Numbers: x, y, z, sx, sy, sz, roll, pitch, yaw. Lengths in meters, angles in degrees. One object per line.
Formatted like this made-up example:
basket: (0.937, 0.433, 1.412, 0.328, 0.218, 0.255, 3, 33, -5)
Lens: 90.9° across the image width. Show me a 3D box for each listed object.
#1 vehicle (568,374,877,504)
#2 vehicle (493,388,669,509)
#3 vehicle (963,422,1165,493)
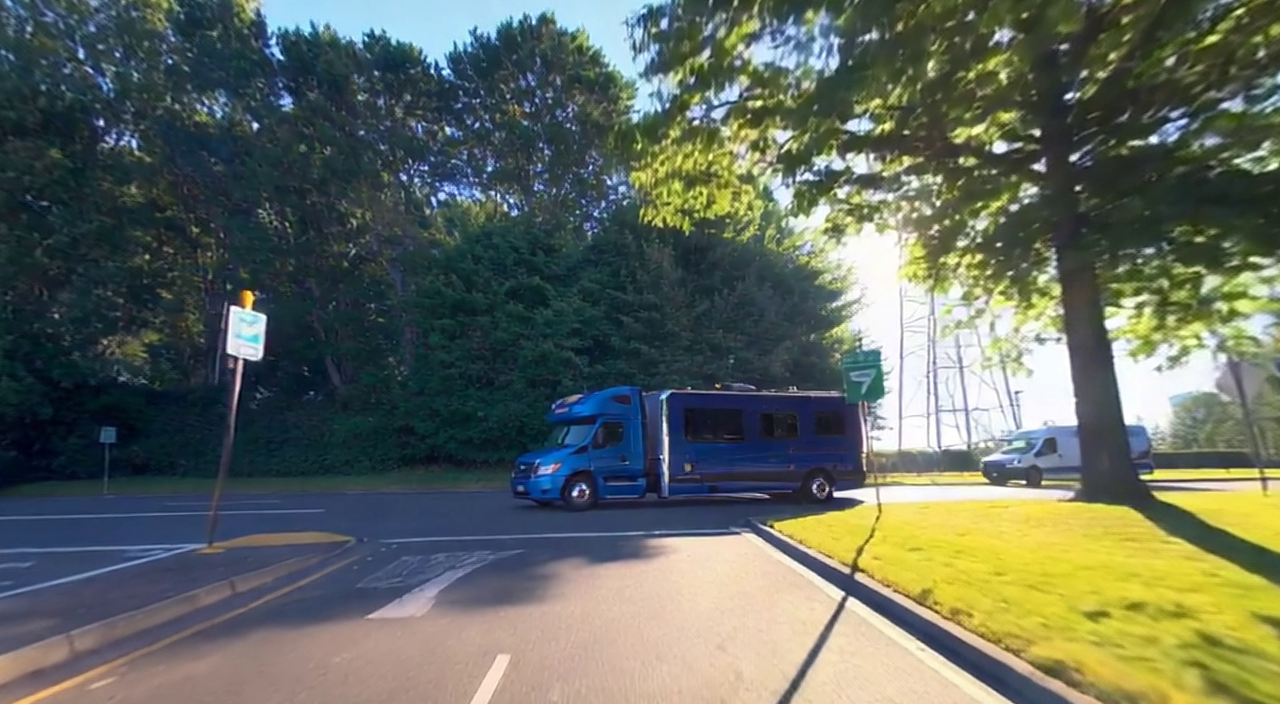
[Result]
vehicle: (2.775, 2.854, 20.651, 9.765, 3.622, 2.740, 3, -9, -21)
vehicle: (-1.830, 2.856, 18.821, 4.552, 3.175, 2.847, 3, -10, -22)
vehicle: (15.520, 3.866, 23.298, 5.923, 2.424, 2.247, 0, -9, -6)
